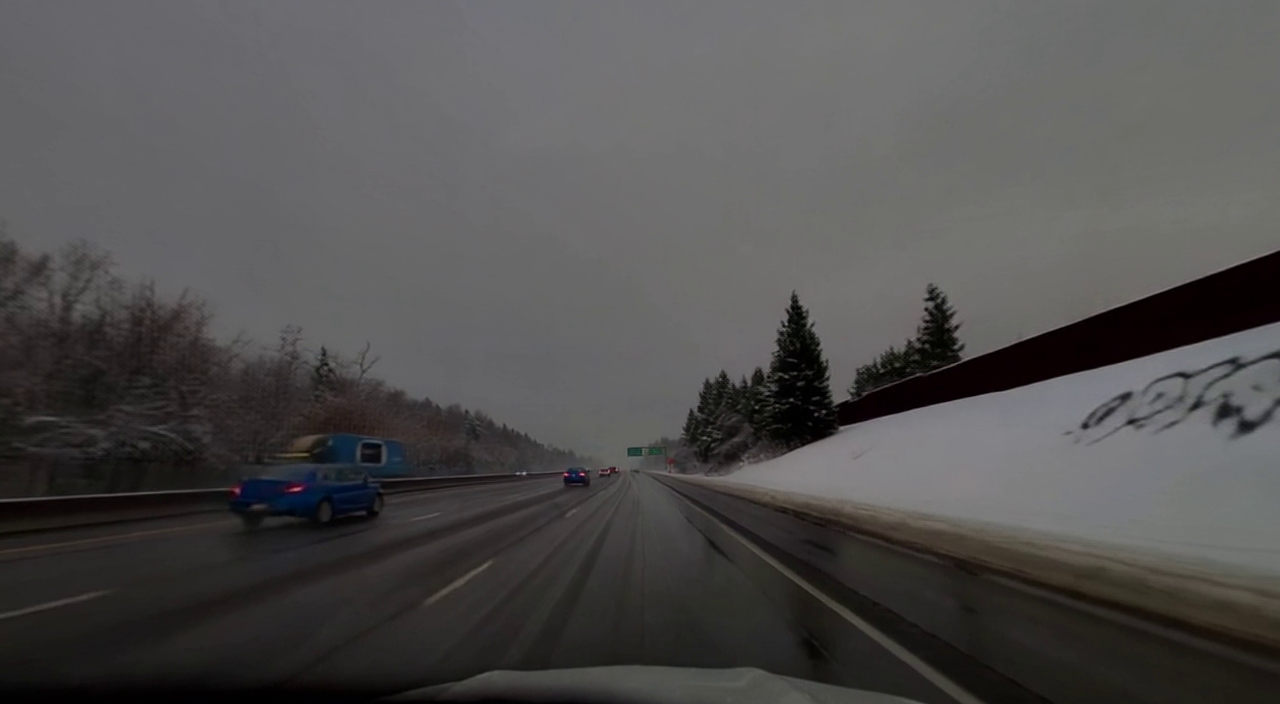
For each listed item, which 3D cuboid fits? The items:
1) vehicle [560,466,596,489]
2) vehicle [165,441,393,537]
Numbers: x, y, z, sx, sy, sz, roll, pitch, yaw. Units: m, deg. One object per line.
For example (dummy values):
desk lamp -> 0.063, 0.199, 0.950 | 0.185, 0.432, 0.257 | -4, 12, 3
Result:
vehicle -> -4.064, 8.288, 41.707 | 1.941, 1.437, 3.829 | 1, -10, 0
vehicle -> -7.191, 2.800, 13.276 | 2.124, 1.630, 4.416 | 1, -10, 0
